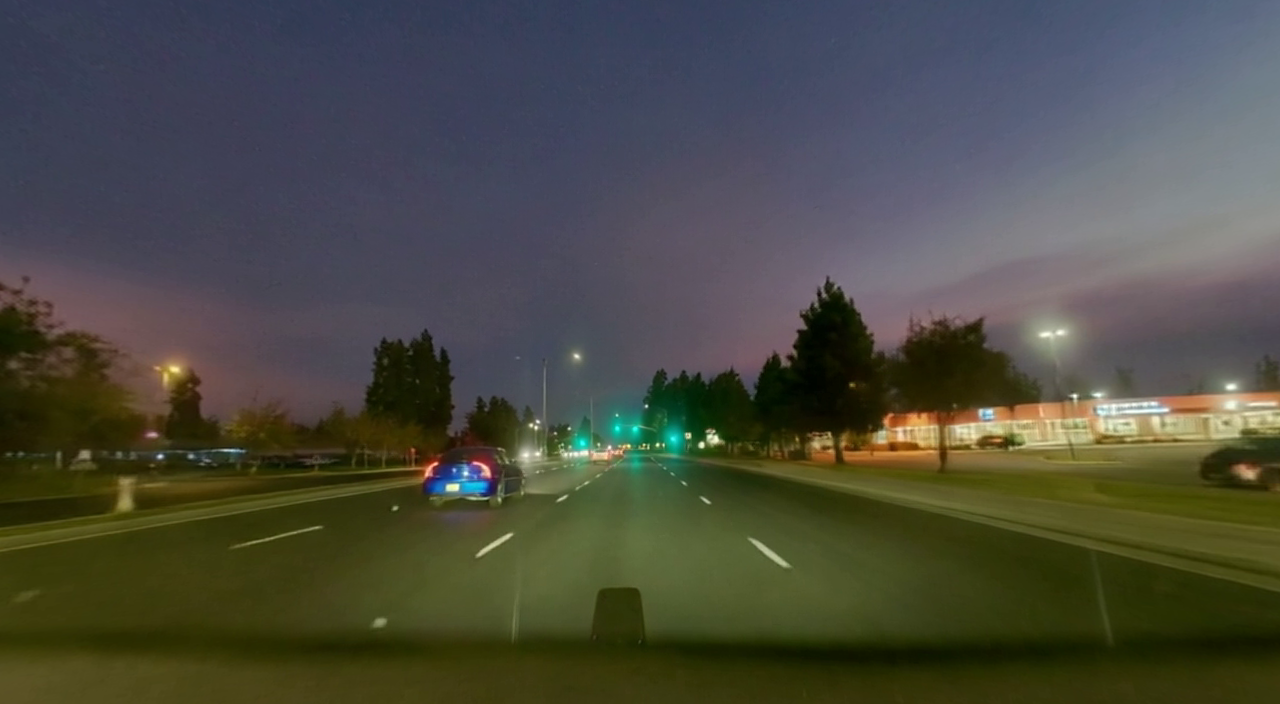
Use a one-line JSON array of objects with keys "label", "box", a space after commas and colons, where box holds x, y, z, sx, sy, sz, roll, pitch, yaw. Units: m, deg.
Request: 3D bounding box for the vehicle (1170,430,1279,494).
[{"label": "vehicle", "box": [16.201, 2.668, 15.531, 4.429, 1.459, 1.967, -1, -9, 2]}]

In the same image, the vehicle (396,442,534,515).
[{"label": "vehicle", "box": [-3.936, 2.919, 15.138, 2.003, 1.454, 4.484, 0, -9, 0]}]
